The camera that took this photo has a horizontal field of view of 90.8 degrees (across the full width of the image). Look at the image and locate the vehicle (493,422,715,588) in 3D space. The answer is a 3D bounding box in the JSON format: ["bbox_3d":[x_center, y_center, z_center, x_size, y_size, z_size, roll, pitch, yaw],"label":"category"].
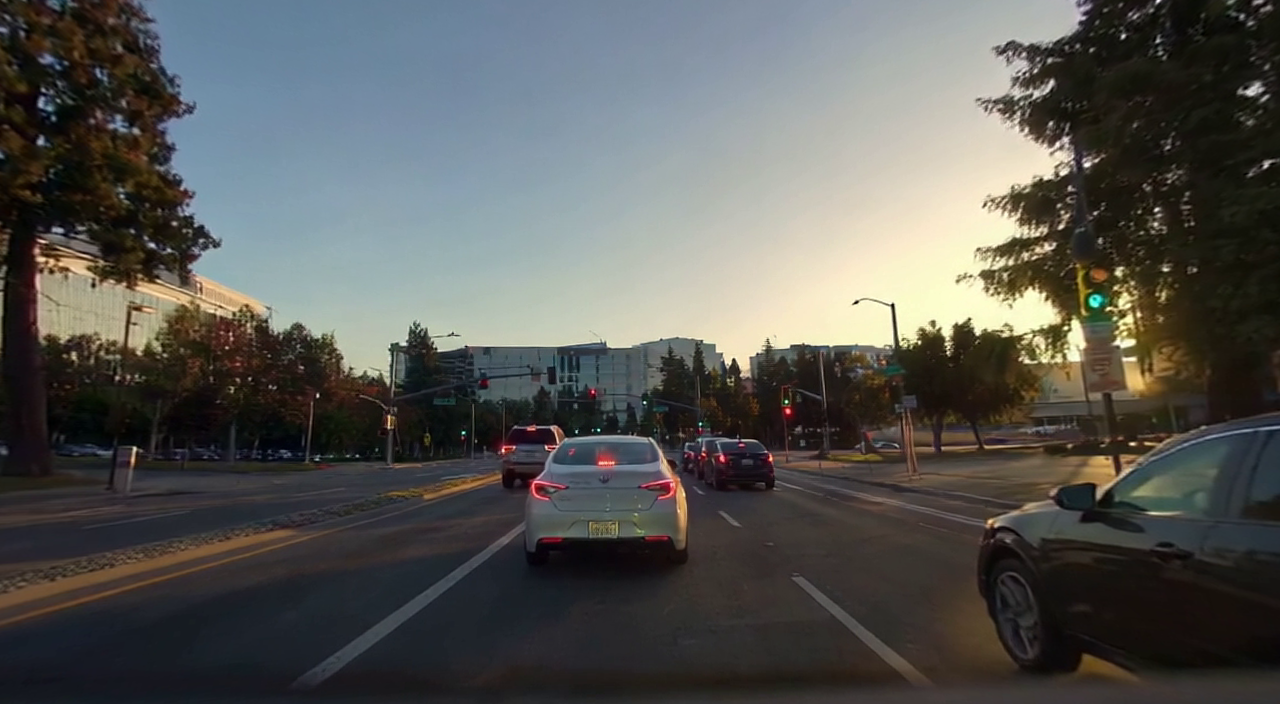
[{"bbox_3d":[-0.350,1.658,7.576,2.006,1.487,3.535,0,-8,-1],"label":"vehicle"}]

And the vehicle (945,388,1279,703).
[{"bbox_3d":[3.152,0.884,2.295,1.910,1.474,4.263,0,-8,-1],"label":"vehicle"}]

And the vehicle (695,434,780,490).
[{"bbox_3d":[2.929,3.396,19.878,1.874,1.556,4.116,0,-8,-2],"label":"vehicle"}]
